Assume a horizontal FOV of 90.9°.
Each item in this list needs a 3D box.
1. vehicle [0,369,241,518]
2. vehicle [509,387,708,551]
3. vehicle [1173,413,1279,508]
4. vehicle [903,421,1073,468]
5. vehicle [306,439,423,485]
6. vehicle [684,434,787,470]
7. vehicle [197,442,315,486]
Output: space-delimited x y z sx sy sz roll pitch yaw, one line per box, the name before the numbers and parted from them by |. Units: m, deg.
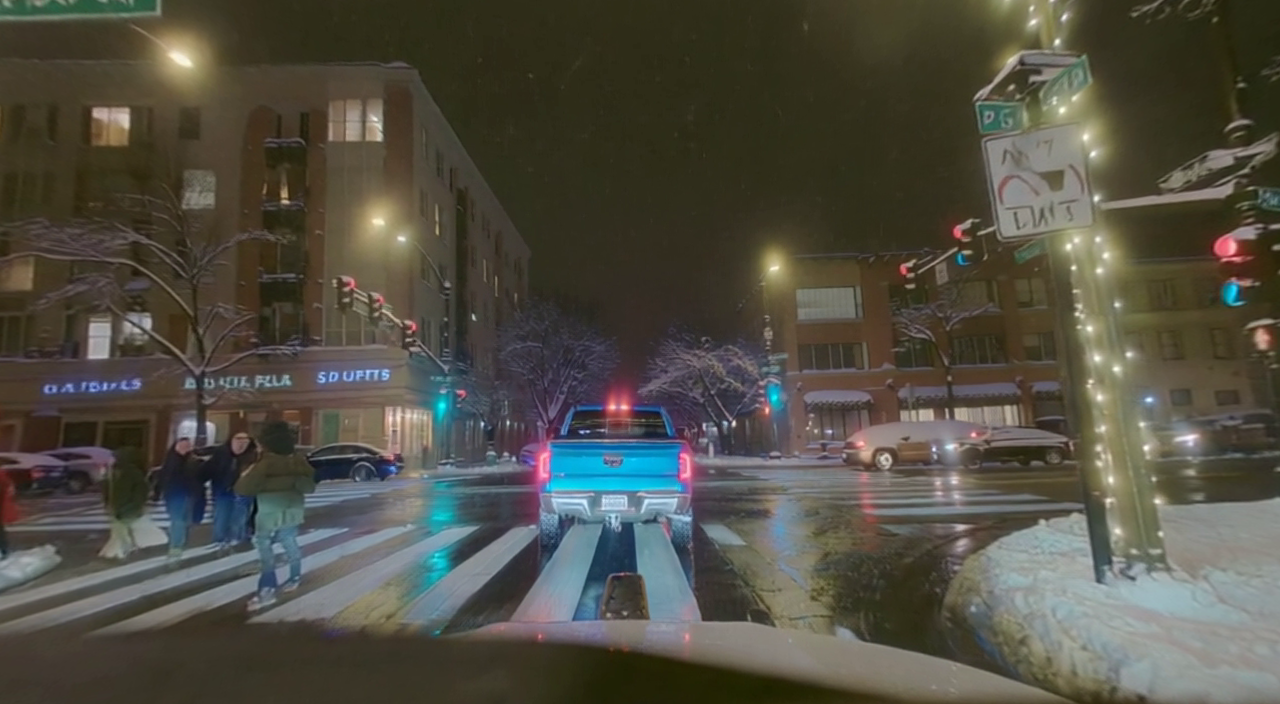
vehicle | -21.825 3.121 21.667 13.729 4.662 3.300 0 -8 0
vehicle | -0.562 1.865 10.711 2.477 2.020 5.534 0 -8 -4
vehicle | 13.057 1.938 11.735 4.082 1.613 2.211 -3 -12 0
vehicle | 11.637 3.128 21.303 4.600 1.506 1.878 0 -8 -1
vehicle | -13.289 5.307 30.617 4.799 1.909 2.011 -3 -7 2
vehicle | 4.308 4.616 29.102 4.515 1.583 1.920 -1 -8 3
vehicle | -18.601 5.430 30.710 4.398 2.057 1.959 0 -8 -2
